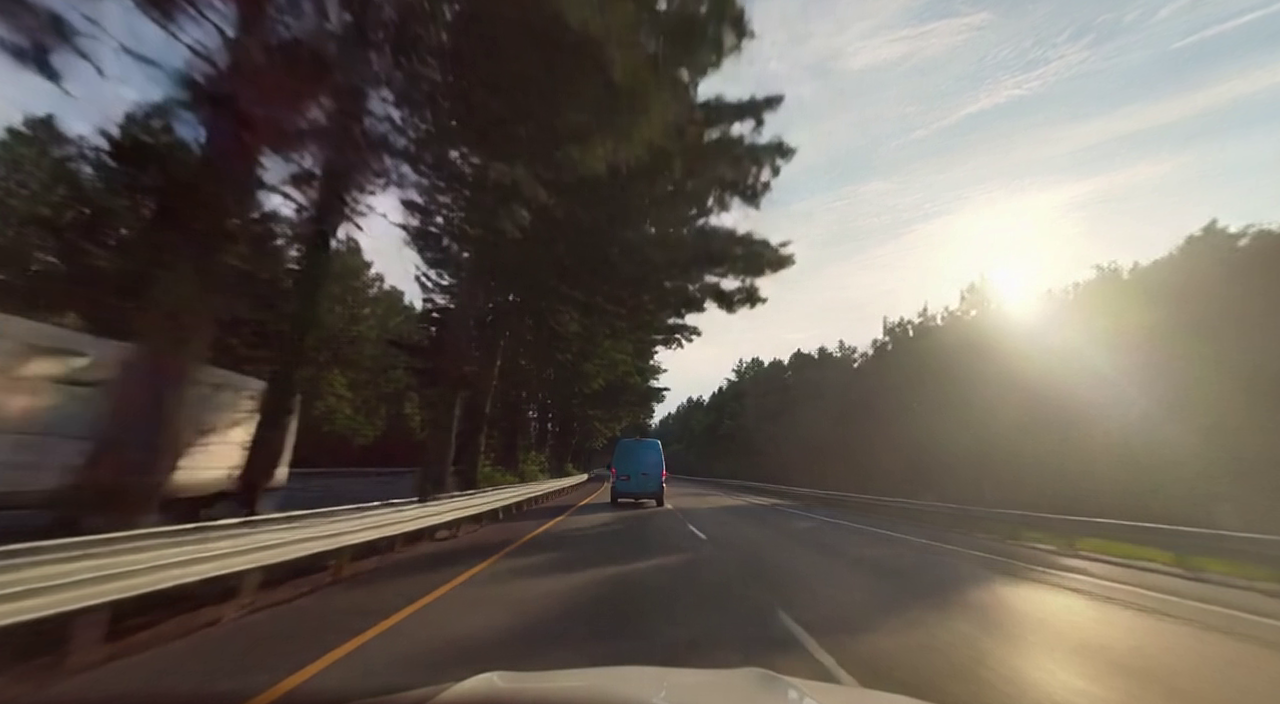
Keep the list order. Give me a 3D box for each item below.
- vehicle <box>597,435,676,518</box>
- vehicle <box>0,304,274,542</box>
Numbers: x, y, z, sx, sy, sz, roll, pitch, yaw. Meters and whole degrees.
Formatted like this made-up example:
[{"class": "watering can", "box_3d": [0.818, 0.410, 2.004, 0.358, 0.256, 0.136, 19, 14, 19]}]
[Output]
[{"class": "vehicle", "box_3d": [-0.204, 4.316, 22.138, 2.375, 2.432, 6.161, 1, -10, -2]}, {"class": "vehicle", "box_3d": [-13.635, 1.610, 13.445, 3.121, 4.421, 14.023, 0, -10, 0]}]
